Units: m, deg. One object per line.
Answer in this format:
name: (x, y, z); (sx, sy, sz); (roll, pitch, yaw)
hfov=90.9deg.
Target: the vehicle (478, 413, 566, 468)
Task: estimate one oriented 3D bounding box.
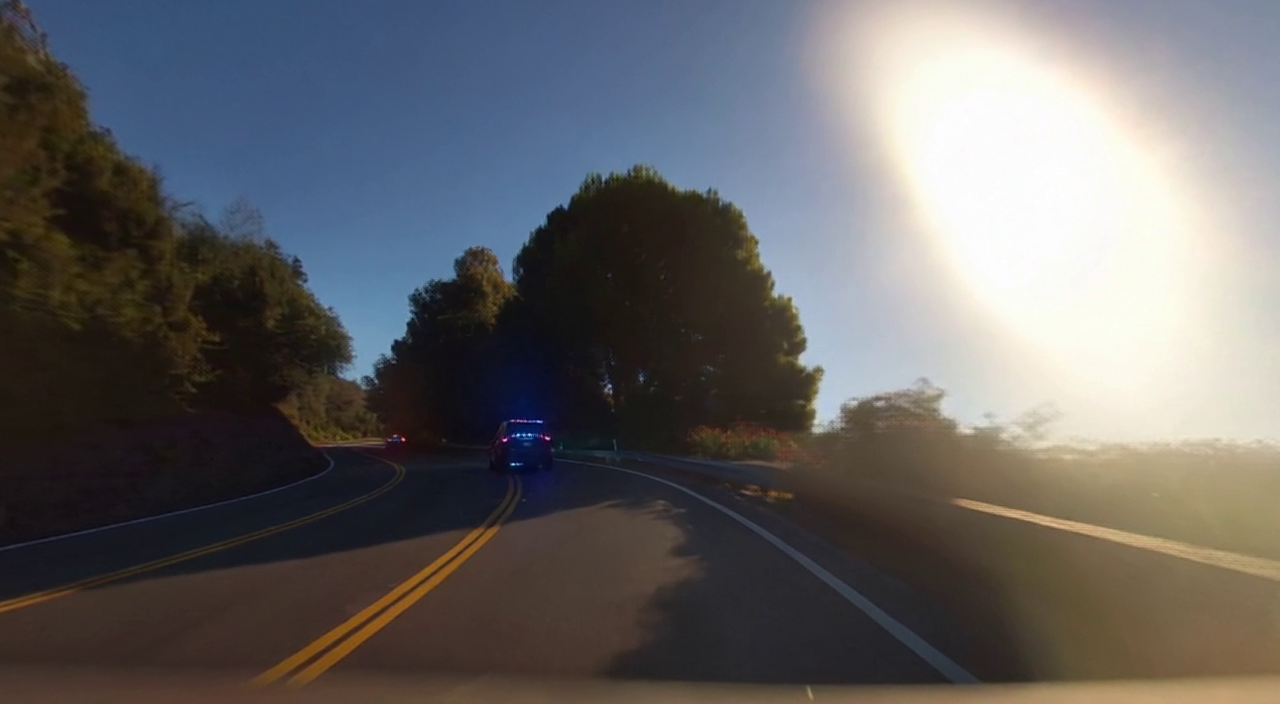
vehicle: (-4.927, 3.615, 25.544); (2.500, 1.961, 5.637); (3, -9, -20)
